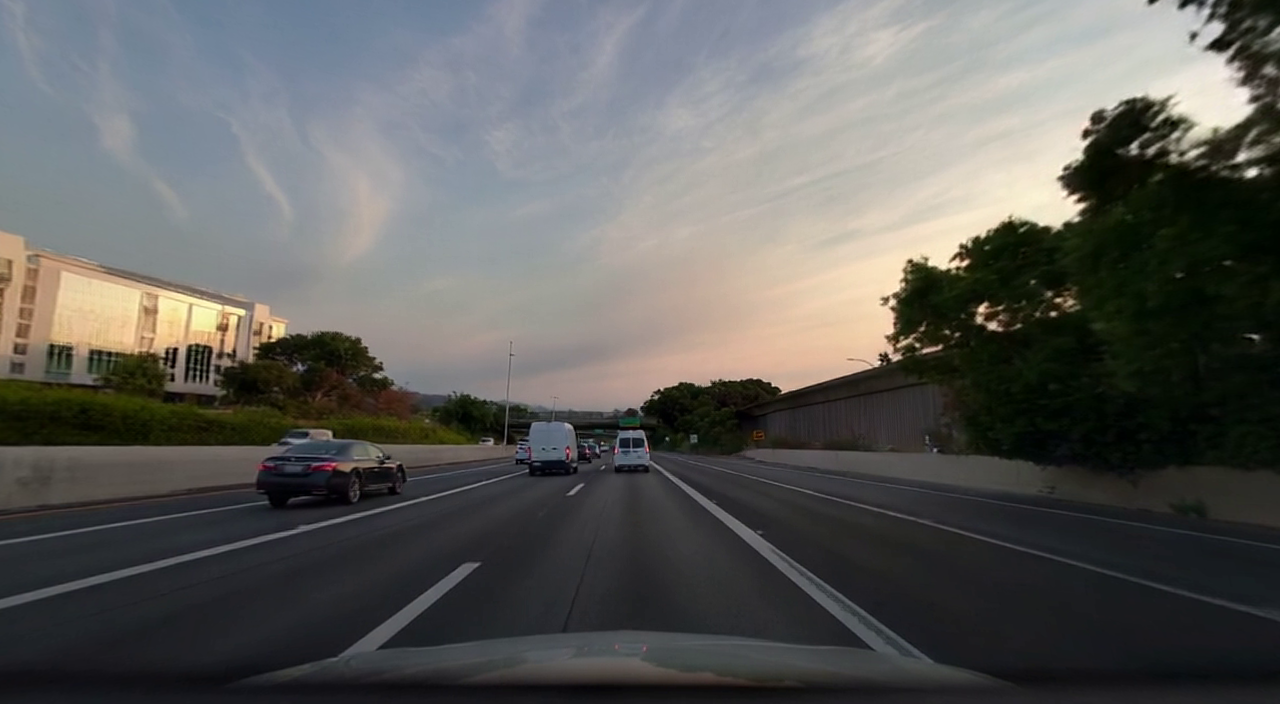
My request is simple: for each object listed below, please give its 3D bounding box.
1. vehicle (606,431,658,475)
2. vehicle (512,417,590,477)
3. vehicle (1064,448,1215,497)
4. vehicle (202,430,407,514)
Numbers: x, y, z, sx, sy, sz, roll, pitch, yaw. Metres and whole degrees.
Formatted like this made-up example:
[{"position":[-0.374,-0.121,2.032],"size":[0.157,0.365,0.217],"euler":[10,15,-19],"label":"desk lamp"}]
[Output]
[{"position":[-0.351,4.584,28.738],"size":[2.207,1.807,4.199],"euler":[0,-9,0],"label":"vehicle"},{"position":[-3.665,4.105,27.291],"size":[2.504,2.276,5.933],"euler":[0,-9,0],"label":"vehicle"},{"position":[21.185,5.073,27.099],"size":[2.083,1.873,5.209],"euler":[0,-9,-1],"label":"vehicle"},{"position":[-6.947,2.533,13.748],"size":[1.959,1.493,4.575],"euler":[0,-9,0],"label":"vehicle"}]
